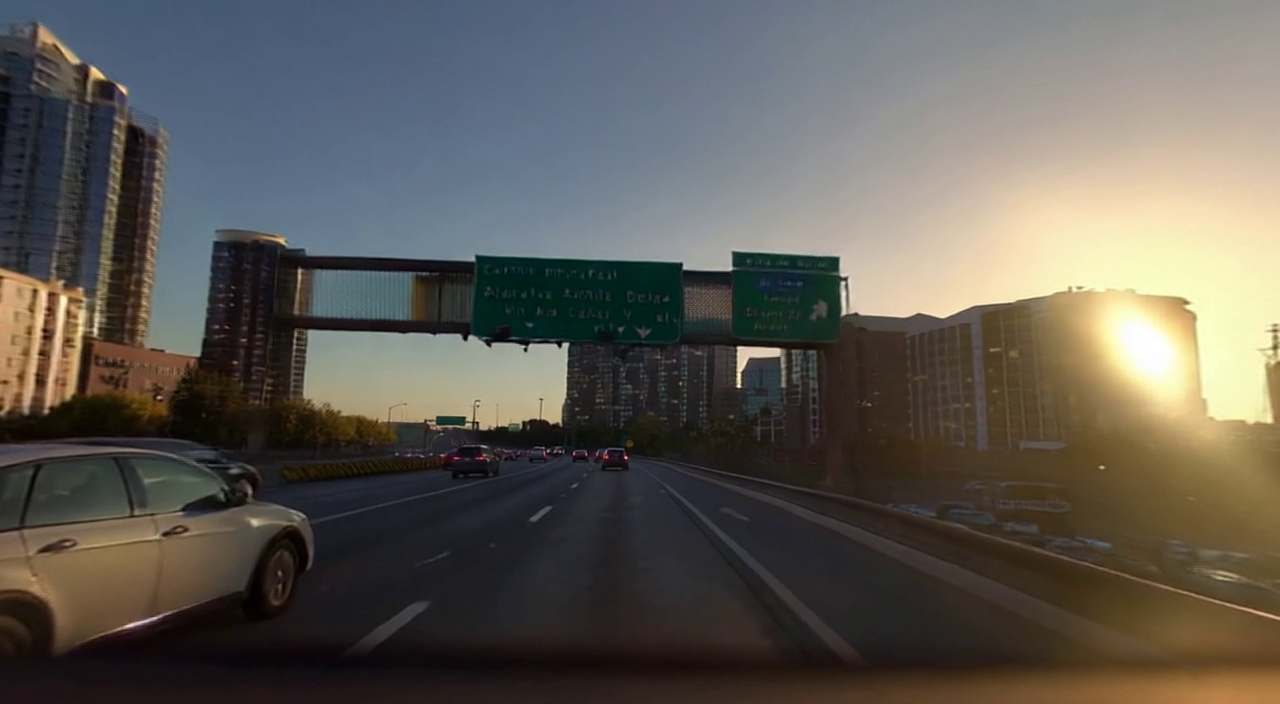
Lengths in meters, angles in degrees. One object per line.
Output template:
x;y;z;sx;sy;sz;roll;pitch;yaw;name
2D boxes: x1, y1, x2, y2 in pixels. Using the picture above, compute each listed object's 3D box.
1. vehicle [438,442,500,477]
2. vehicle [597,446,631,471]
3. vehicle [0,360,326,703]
-8.736;5.518;32.594;2.065;1.689;4.399;0;-8;-1;vehicle
-1.745;7.120;42.337;2.110;1.501;4.319;0;-8;-2;vehicle
-3.656;0.948;2.861;2.036;1.717;4.592;-1;-8;1;vehicle
